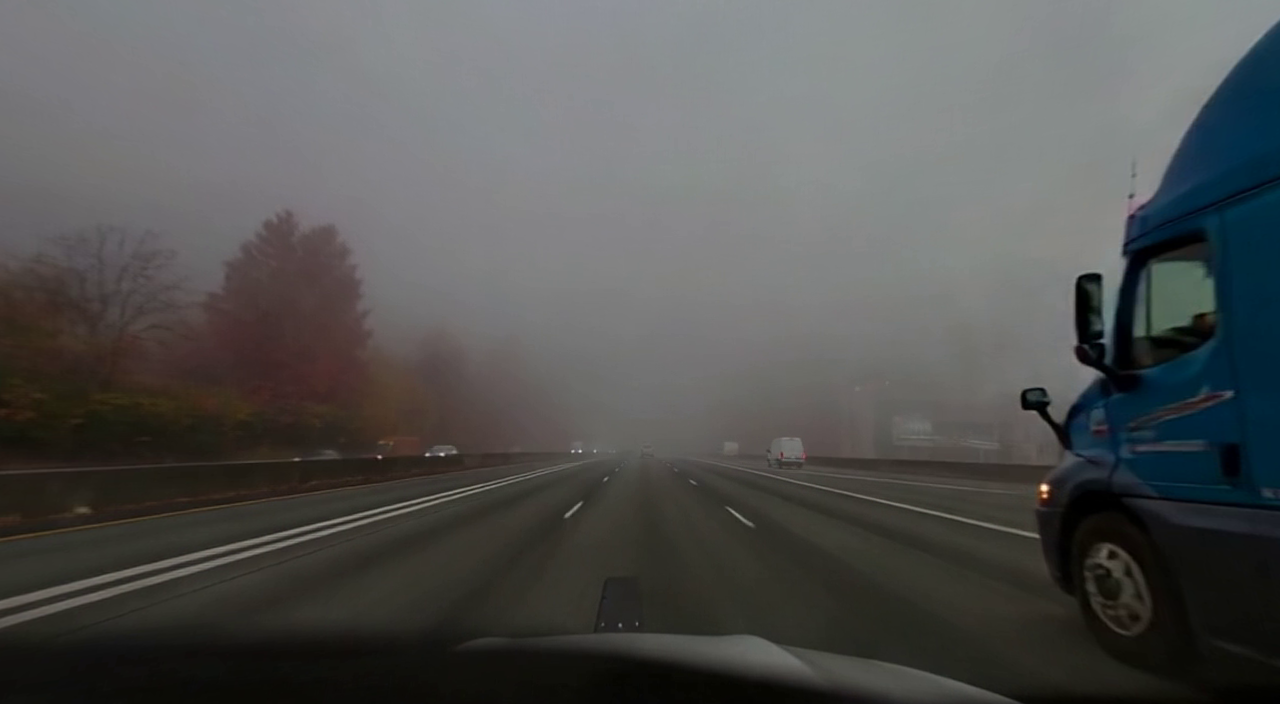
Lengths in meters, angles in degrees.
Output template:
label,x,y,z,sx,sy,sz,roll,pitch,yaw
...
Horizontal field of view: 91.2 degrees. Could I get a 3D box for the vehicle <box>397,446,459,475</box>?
label,x,y,z,sx,sy,sz,roll,pitch,yaw
vehicle,-11.688,5.997,34.805,1.874,1.489,4.402,0,-9,0

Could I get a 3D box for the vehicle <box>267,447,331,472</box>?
label,x,y,z,sx,sy,sz,roll,pitch,yaw
vehicle,-22.501,7.086,41.507,1.881,1.500,4.069,-1,-9,1

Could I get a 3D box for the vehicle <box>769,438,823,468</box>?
label,x,y,z,sx,sy,sz,roll,pitch,yaw
vehicle,10.102,6.584,40.950,2.034,1.770,4.637,0,-9,-4

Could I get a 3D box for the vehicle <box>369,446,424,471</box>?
label,x,y,z,sx,sy,sz,roll,pitch,yaw
vehicle,-15.435,6.762,39.968,1.805,1.517,3.947,-1,-9,1
